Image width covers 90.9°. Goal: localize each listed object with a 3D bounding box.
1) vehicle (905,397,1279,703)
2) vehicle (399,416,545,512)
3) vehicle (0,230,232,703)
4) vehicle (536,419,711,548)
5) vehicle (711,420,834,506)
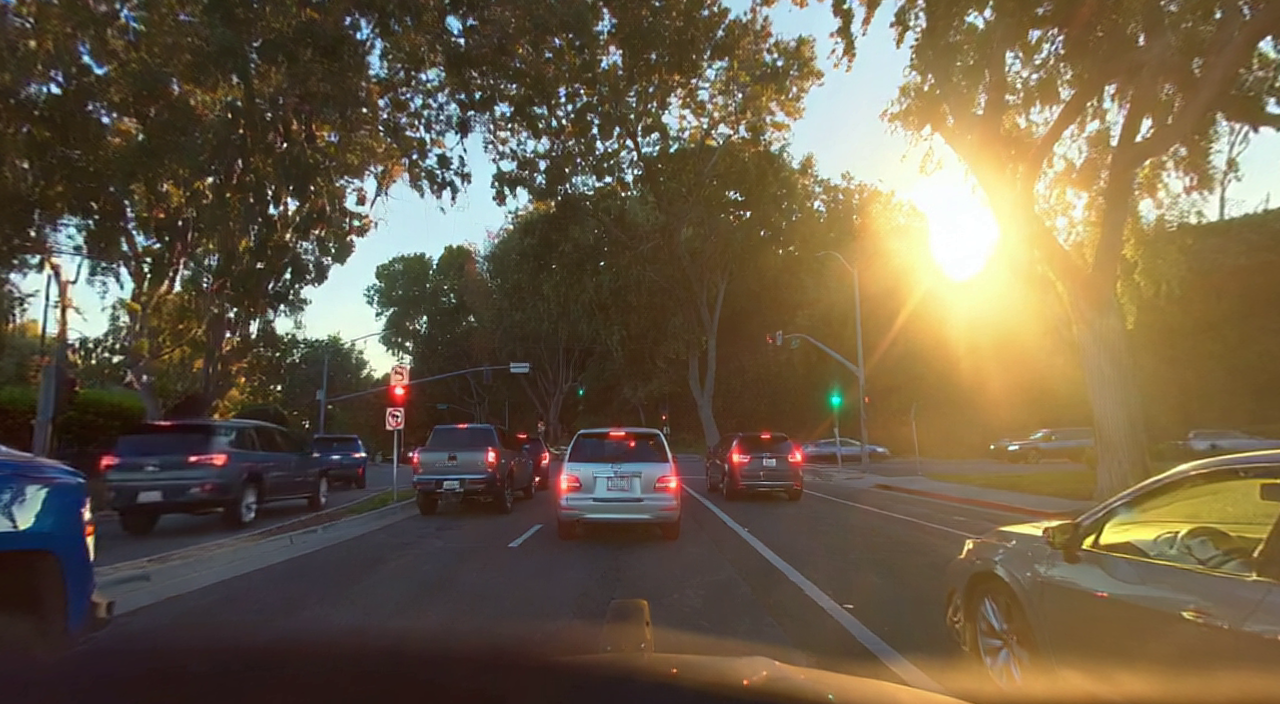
[{"bbox_3d":[3.017,0.960,2.516,1.874,1.477,4.698,0,-8,0],"label":"vehicle"},{"bbox_3d":[-3.632,2.521,14.652,2.089,1.857,4.488,0,-8,1],"label":"vehicle"},{"bbox_3d":[-3.484,0.350,0.317,2.656,2.021,5.800,0,-8,0],"label":"vehicle"},{"bbox_3d":[-0.219,1.936,9.872,2.194,1.607,3.690,0,-8,0],"label":"vehicle"},{"bbox_3d":[3.133,2.749,16.011,2.102,1.841,4.587,0,-8,0],"label":"vehicle"}]
